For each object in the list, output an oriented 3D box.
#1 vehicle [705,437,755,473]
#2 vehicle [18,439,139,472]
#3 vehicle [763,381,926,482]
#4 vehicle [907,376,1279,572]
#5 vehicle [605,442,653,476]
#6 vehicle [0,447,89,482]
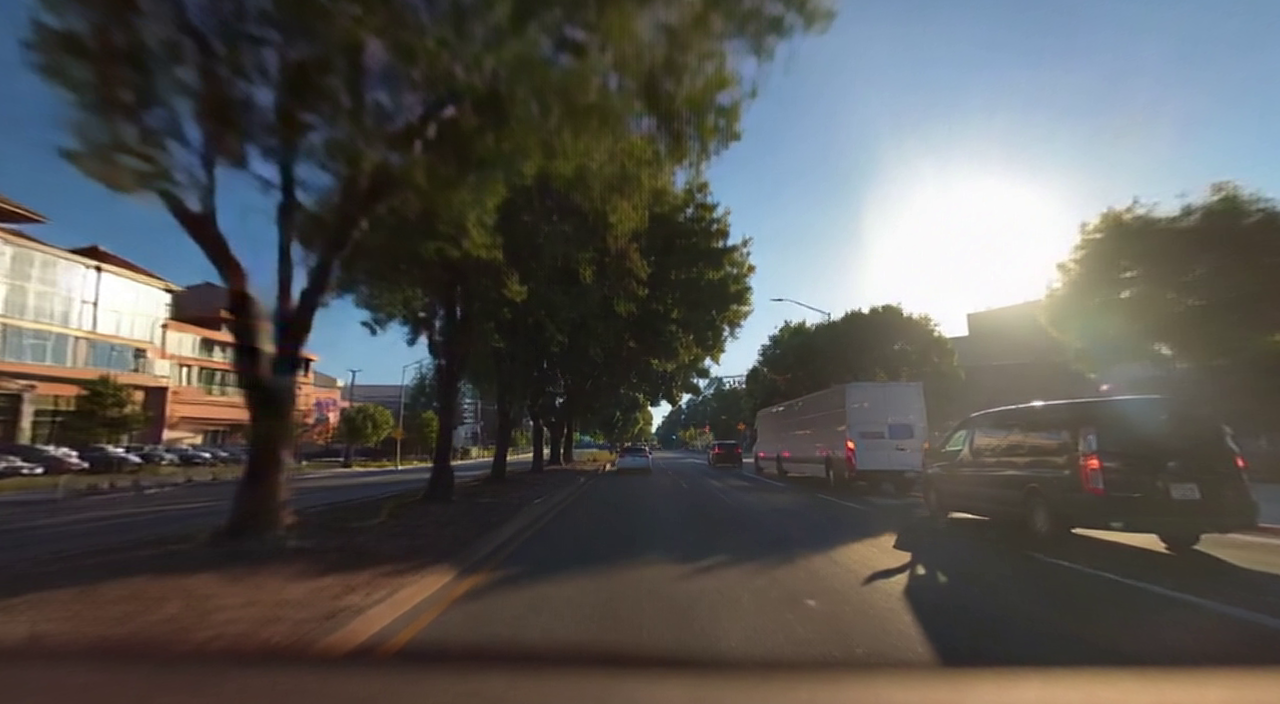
[{"bbox_3d":[4.525,5.255,32.341,2.047,1.711,4.265,0,-8,1],"label":"vehicle"},{"bbox_3d":[-29.480,5.437,33.286,4.377,1.665,2.129,-1,-8,3],"label":"vehicle"},{"bbox_3d":[10.001,4.447,34.234,2.960,4.109,16.764,0,-8,-1],"label":"vehicle"},{"bbox_3d":[6.691,1.734,9.752,2.573,2.127,5.568,0,-8,-1],"label":"vehicle"},{"bbox_3d":[-0.529,4.960,29.500,2.095,1.456,3.873,0,-8,-1],"label":"vehicle"},{"bbox_3d":[-29.928,5.438,30.584,4.496,1.599,2.090,0,-8,1],"label":"vehicle"}]
